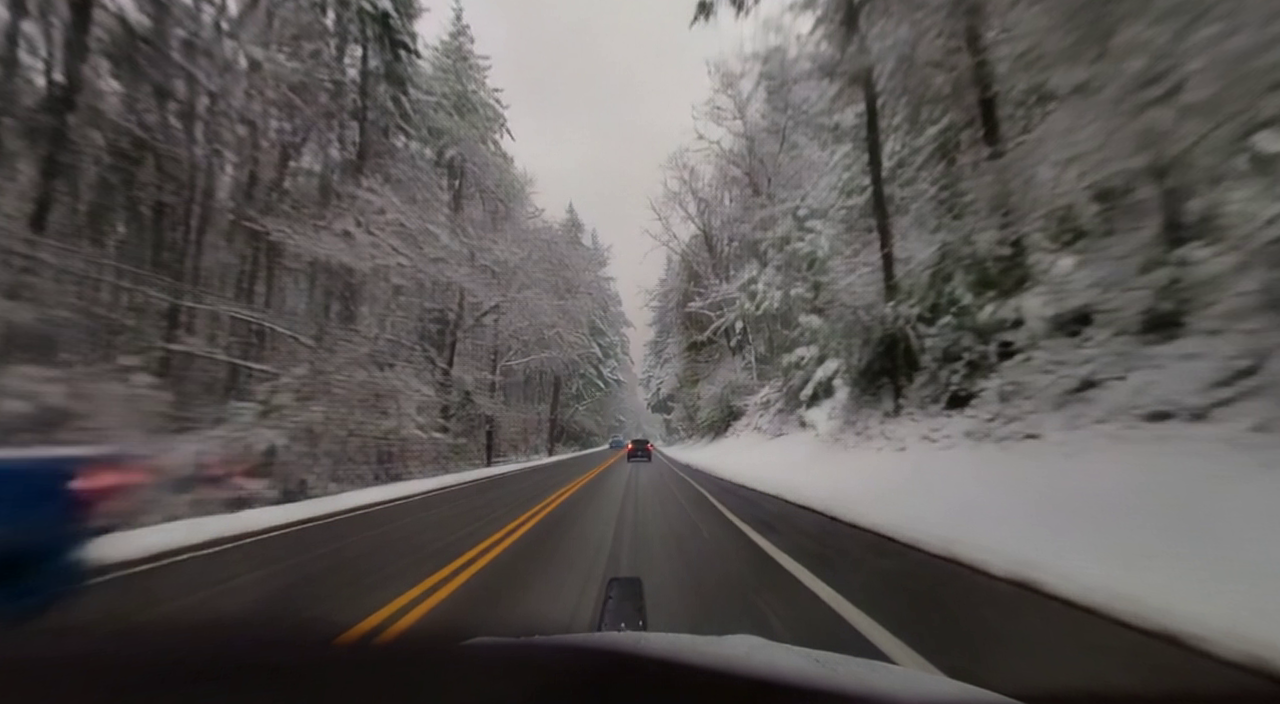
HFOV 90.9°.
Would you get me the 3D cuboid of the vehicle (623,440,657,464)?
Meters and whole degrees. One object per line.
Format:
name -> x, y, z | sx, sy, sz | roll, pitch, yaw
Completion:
vehicle -> -0.007, 6.513, 41.348 | 2.120, 1.491, 4.349 | 0, -8, 0
